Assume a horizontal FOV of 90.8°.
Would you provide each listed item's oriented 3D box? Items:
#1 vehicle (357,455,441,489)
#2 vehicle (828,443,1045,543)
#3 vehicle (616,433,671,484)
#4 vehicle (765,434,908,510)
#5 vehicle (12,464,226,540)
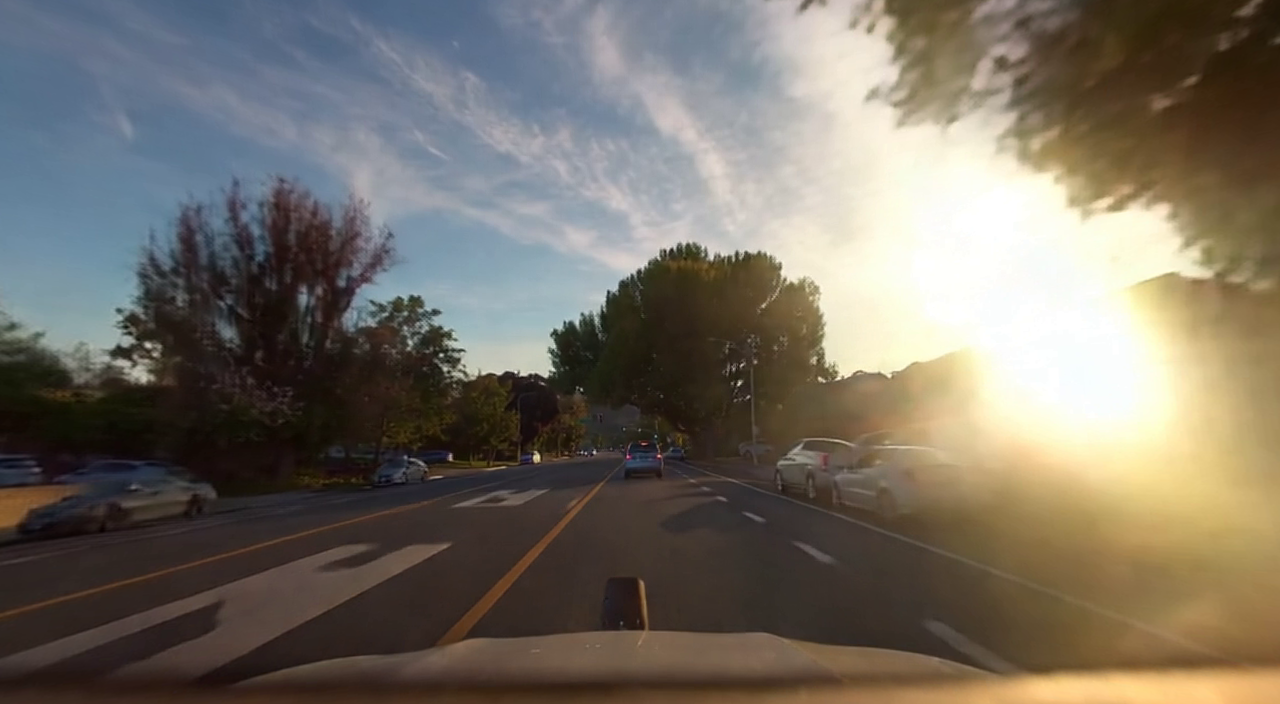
[{"bbox_3d":[-12.460,6.221,33.131,2.192,1.541,5.391,0,-9,1],"label":"vehicle"},{"bbox_3d":[5.055,2.423,11.558,1.902,1.472,4.139,0,-9,-1],"label":"vehicle"},{"bbox_3d":[0.114,4.474,26.867,2.153,1.942,4.767,0,-9,-1],"label":"vehicle"},{"bbox_3d":[4.958,3.098,16.820,2.153,1.730,4.659,0,-9,-2],"label":"vehicle"},{"bbox_3d":[-12.260,3.499,15.270,1.920,1.476,3.826,0,-9,-2],"label":"vehicle"}]
